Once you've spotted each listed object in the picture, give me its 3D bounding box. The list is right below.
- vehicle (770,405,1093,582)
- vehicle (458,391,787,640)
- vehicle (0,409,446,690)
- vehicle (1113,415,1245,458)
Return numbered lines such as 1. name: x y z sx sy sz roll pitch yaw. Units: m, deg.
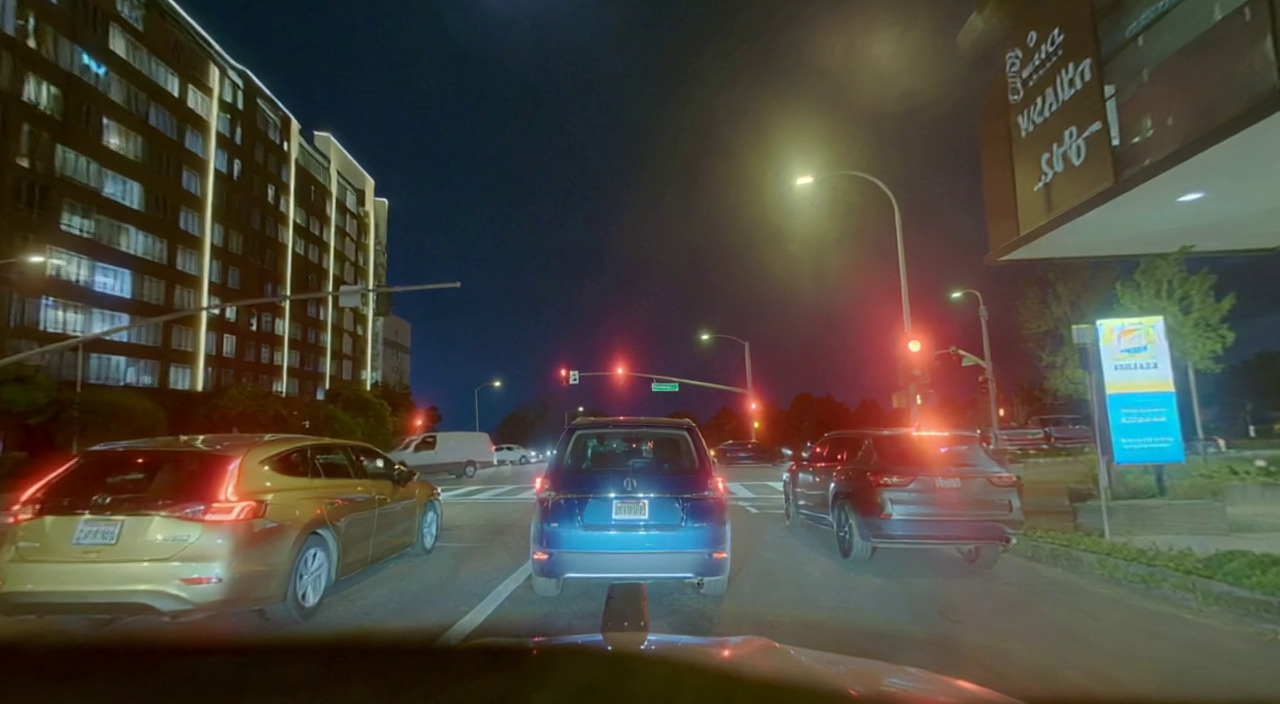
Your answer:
1. vehicle: 3.211 1.665 8.254 2.004 1.646 4.554 0 -8 -1
2. vehicle: -0.133 1.413 6.441 2.195 1.662 4.262 0 -8 0
3. vehicle: -3.549 1.424 5.829 1.906 1.524 4.547 0 -8 2
4. vehicle: 26.364 4.154 30.932 4.583 2.019 2.147 1 -9 -6
